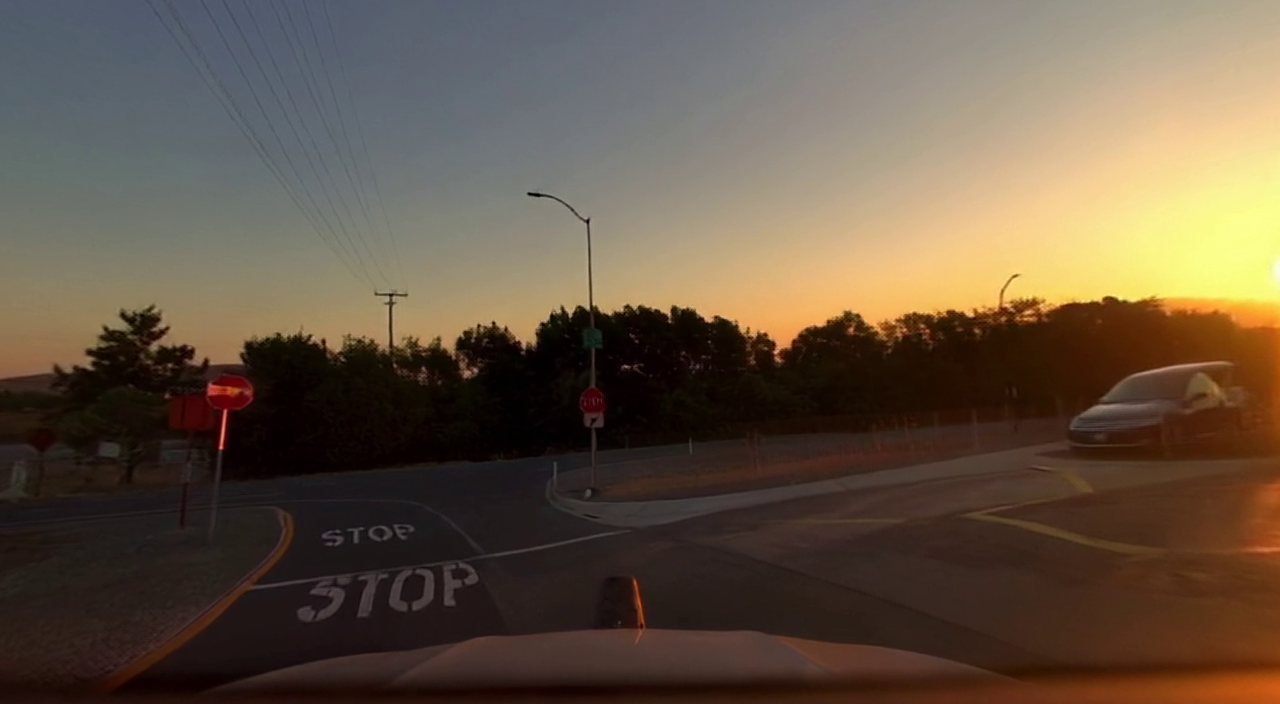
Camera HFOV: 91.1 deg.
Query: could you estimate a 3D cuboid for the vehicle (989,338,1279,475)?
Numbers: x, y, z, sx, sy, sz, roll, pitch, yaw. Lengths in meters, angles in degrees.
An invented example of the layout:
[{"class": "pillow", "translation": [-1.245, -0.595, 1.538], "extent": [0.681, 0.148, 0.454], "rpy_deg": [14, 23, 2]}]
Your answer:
[{"class": "vehicle", "translation": [9.087, 0.986, 11.485], "extent": [4.403, 1.574, 1.914], "rpy_deg": [-9, -6, -15]}]
